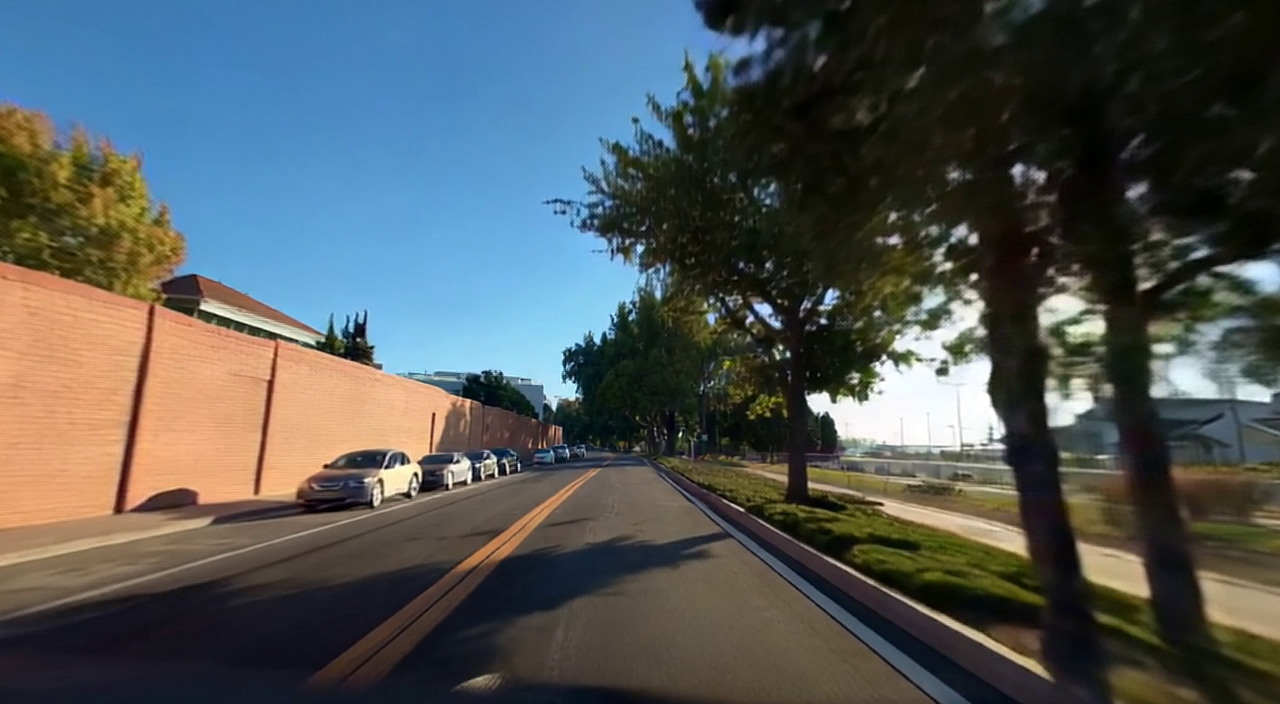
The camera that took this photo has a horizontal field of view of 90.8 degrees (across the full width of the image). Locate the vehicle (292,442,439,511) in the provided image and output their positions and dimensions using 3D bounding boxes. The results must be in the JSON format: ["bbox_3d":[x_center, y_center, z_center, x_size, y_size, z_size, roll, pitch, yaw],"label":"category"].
[{"bbox_3d":[-7.015,3.178,16.777,1.899,1.485,4.593,2,-8,-2],"label":"vehicle"}]
